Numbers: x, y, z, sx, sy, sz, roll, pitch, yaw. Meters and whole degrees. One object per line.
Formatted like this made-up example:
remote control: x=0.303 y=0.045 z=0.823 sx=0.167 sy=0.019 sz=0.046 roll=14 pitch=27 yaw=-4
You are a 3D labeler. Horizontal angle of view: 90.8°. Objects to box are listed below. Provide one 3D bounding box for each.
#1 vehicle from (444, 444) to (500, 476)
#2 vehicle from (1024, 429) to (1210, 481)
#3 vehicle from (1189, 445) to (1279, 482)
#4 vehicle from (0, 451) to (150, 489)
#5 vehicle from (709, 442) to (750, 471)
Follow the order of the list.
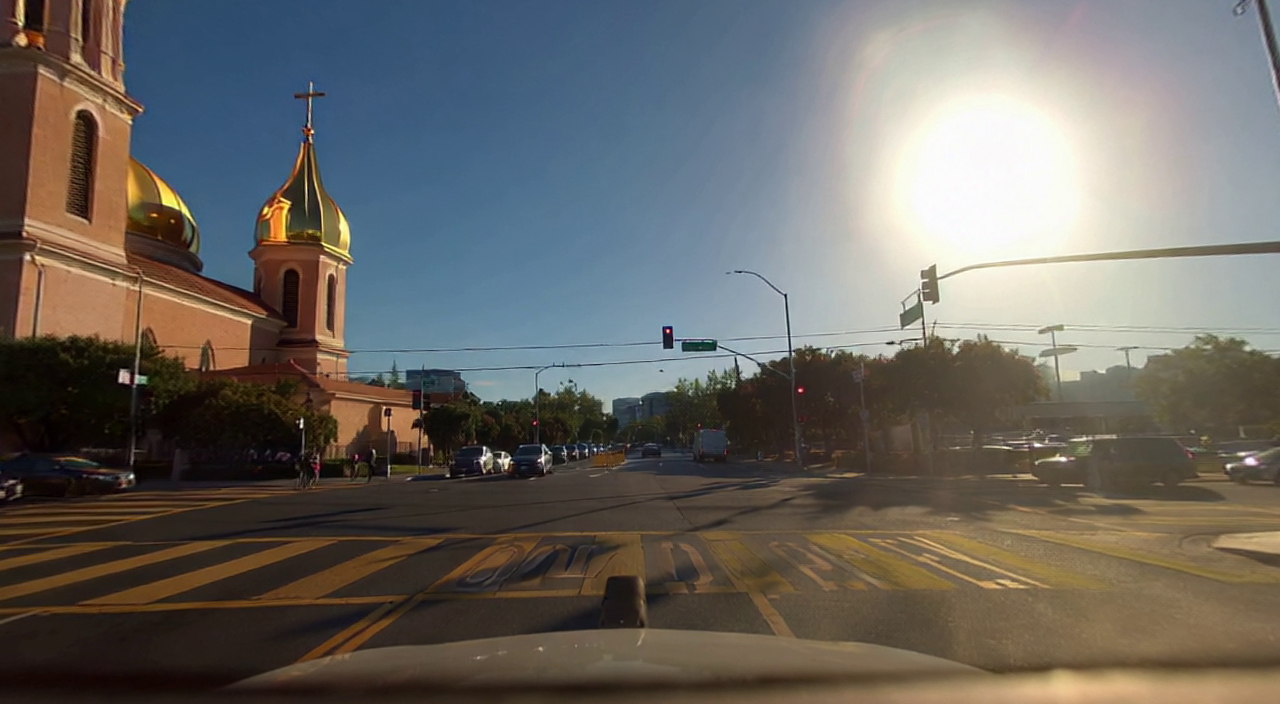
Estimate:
vehicle: x=-10.238 y=6.604 z=38.939 sx=2.076 sy=1.876 sz=4.669 roll=0 pitch=-8 yaw=1
vehicle: x=19.864 y=4.303 z=26.560 sx=5.852 sy=2.057 sz=2.361 roll=0 pitch=-8 yaw=0
vehicle: x=26.373 y=4.677 z=26.669 sx=4.561 sy=1.475 sz=1.850 roll=0 pitch=-8 yaw=0
vehicle: x=-23.360 y=4.858 z=26.208 sx=4.479 sy=1.476 sz=1.873 roll=0 pitch=-8 yaw=1
vehicle: x=5.820 y=6.859 z=41.505 sx=1.969 sy=1.776 sz=4.329 roll=0 pitch=-8 yaw=-2
